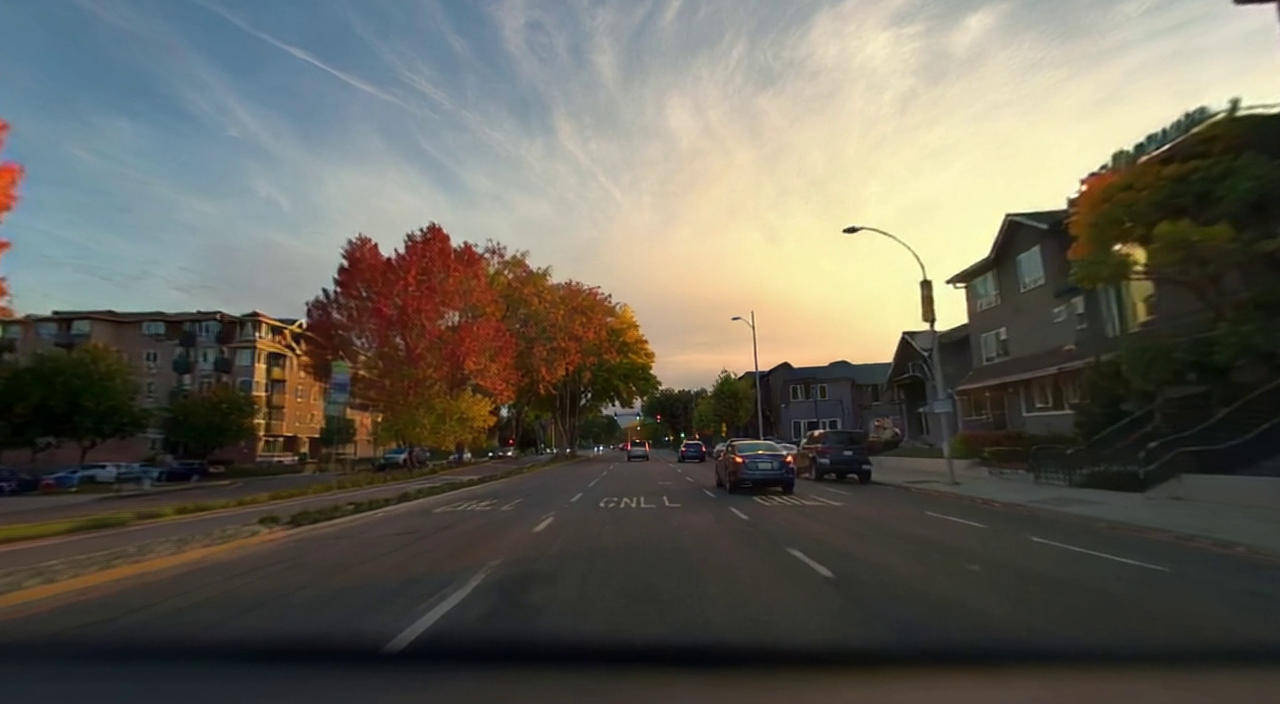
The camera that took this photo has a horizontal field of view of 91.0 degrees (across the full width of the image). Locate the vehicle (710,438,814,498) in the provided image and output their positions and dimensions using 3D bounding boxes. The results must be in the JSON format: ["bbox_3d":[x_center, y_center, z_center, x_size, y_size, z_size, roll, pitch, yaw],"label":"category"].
[{"bbox_3d":[3.348,3.288,18.239,1.977,1.498,4.521,0,-9,-2],"label":"vehicle"}]

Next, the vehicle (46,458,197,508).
[{"bbox_3d":[-22.495,5.669,27.685,2.113,1.865,5.128,-1,-9,2],"label":"vehicle"}]

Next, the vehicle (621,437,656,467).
[{"bbox_3d":[-0.143,6.731,42.554,2.239,1.856,4.815,0,-9,-1],"label":"vehicle"}]

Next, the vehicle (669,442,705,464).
[{"bbox_3d":[3.343,7.302,45.599,2.178,1.546,4.311,0,-9,0],"label":"vehicle"}]

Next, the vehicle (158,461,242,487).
[{"bbox_3d":[-30.726,8.513,44.049,4.370,1.725,2.052,-1,-9,5],"label":"vehicle"}]

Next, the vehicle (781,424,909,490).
[{"bbox_3d":[6.795,3.596,21.777,2.378,1.946,5.826,0,-9,-1],"label":"vehicle"}]
